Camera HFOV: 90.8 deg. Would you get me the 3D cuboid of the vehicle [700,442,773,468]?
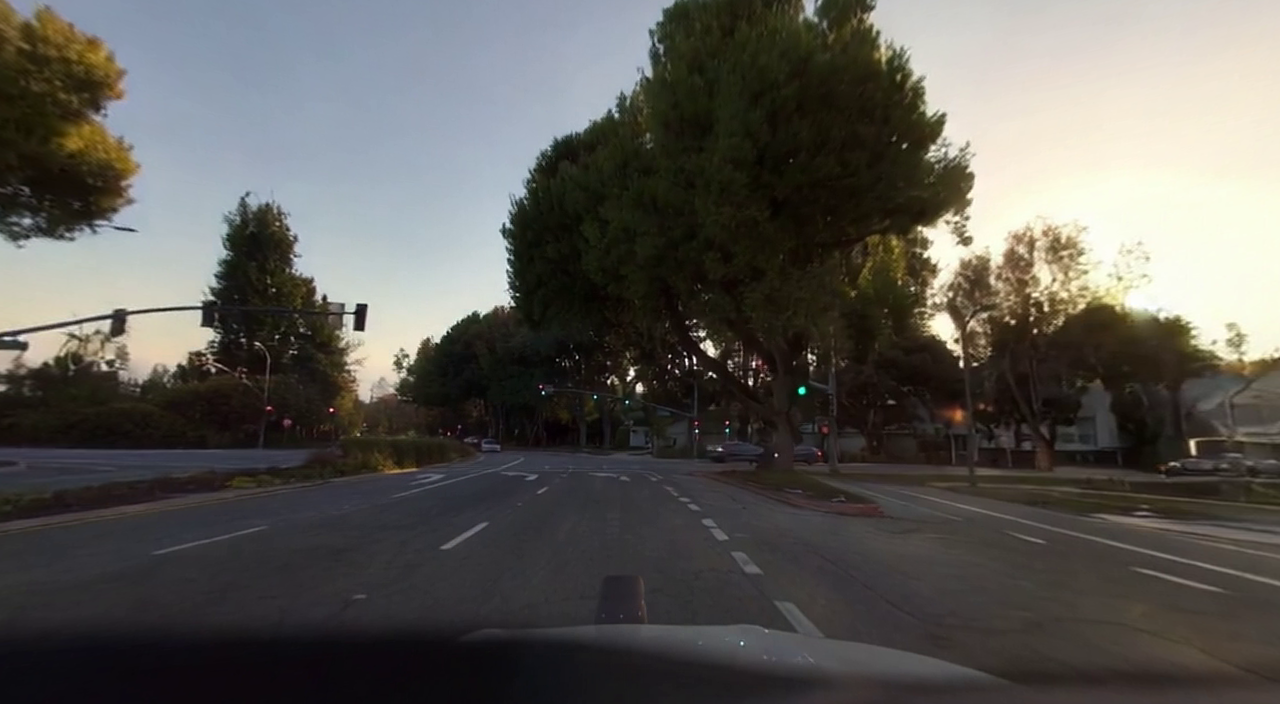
[{"bbox_3d":[6.680,7.131,43.883,4.605,1.665,1.888,2,-9,-12],"label":"vehicle"}]
